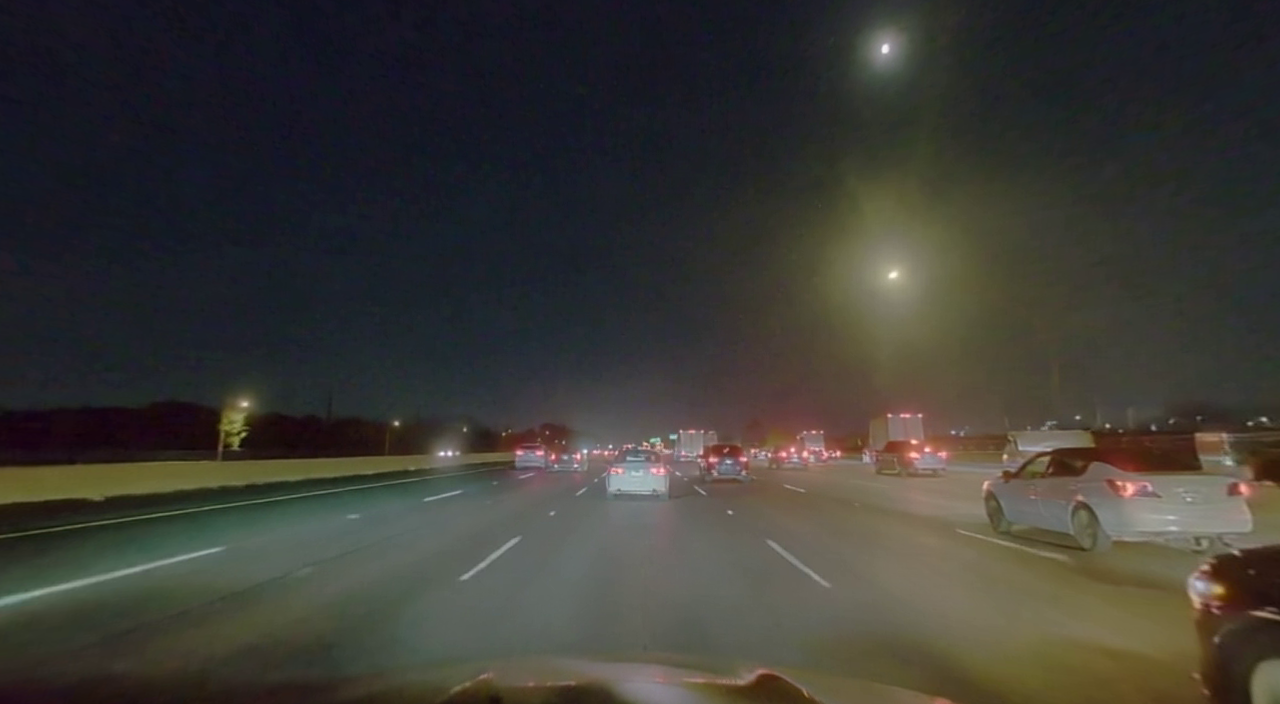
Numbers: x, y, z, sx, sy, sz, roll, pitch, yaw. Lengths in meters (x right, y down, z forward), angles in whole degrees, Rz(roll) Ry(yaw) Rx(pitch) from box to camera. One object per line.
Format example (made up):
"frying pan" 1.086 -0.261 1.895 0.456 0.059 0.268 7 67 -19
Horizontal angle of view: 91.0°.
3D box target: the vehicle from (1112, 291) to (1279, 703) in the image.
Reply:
"vehicle" 3.401 0.470 0.566 2.215 1.879 4.845 0 -9 1

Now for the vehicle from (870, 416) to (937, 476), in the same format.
"vehicle" 17.351 6.204 41.664 2.777 3.740 3.338 1 -9 -1

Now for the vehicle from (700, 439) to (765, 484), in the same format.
"vehicle" 3.687 4.462 25.833 2.053 1.666 4.106 0 -9 0

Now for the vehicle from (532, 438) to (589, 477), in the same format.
"vehicle" -3.788 5.165 30.938 2.079 1.741 4.436 0 -9 2

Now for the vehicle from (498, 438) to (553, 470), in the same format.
"vehicle" -7.681 6.951 42.974 2.487 1.986 6.157 0 -9 1

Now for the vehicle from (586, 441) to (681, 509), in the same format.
"vehicle" -0.131 3.081 16.214 2.132 1.499 4.038 0 -9 1

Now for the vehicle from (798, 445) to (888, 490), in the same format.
"vehicle" 7.475 4.274 23.656 1.942 1.482 4.250 0 -9 0
